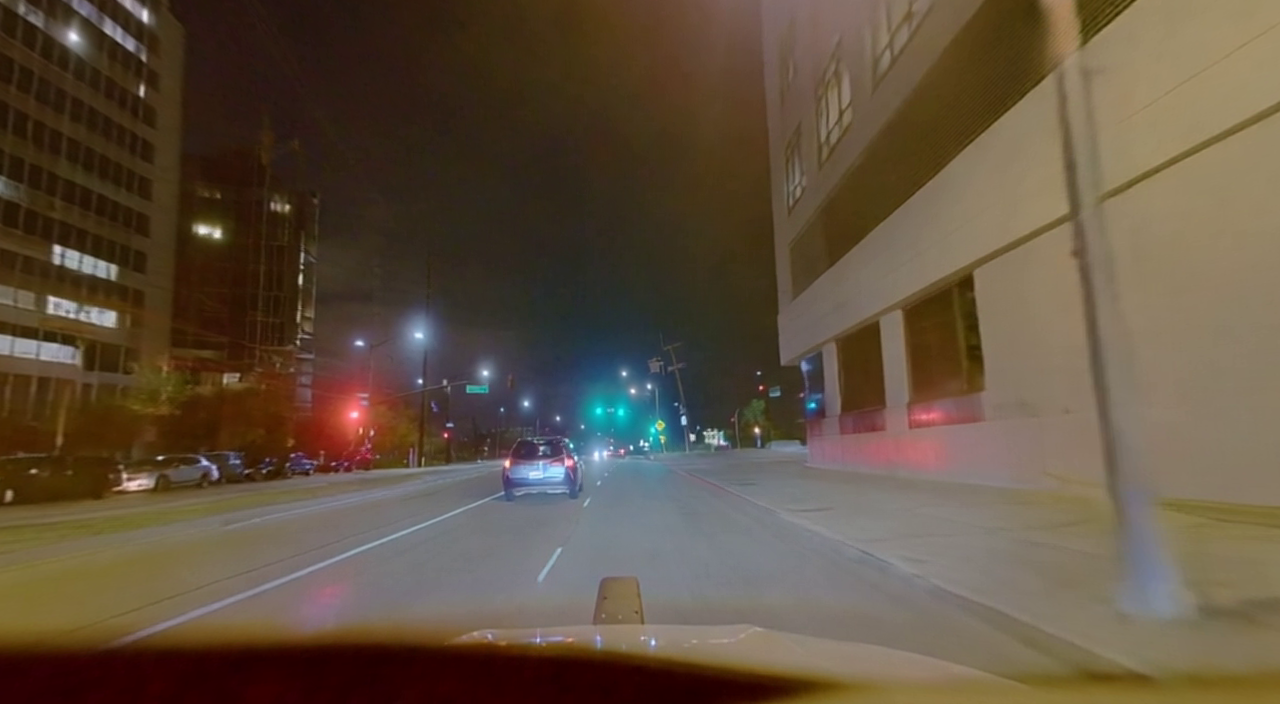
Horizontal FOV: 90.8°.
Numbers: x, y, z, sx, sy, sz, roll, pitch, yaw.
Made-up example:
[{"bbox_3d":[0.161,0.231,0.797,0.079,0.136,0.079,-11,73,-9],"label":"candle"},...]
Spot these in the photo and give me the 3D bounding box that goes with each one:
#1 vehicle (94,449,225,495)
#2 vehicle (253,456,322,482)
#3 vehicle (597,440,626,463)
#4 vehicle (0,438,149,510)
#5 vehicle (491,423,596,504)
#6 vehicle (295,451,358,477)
[{"bbox_3d":[-20.749,5.166,27.626,2.015,1.815,4.856,0,-9,-3],"label":"vehicle"},{"bbox_3d":[-21.224,7.041,38.243,1.790,1.415,4.450,0,-9,-3],"label":"vehicle"},{"bbox_3d":[-2.228,7.832,49.767,2.144,1.681,3.855,0,-9,-2],"label":"vehicle"},{"bbox_3d":[-20.714,4.117,21.881,2.369,2.159,6.388,0,-9,-1],"label":"vehicle"},{"bbox_3d":[-2.228,2.740,15.793,2.022,1.757,4.041,0,-9,-1],"label":"vehicle"},{"bbox_3d":[-21.248,7.576,43.031,1.989,1.689,4.388,0,-9,0],"label":"vehicle"}]
